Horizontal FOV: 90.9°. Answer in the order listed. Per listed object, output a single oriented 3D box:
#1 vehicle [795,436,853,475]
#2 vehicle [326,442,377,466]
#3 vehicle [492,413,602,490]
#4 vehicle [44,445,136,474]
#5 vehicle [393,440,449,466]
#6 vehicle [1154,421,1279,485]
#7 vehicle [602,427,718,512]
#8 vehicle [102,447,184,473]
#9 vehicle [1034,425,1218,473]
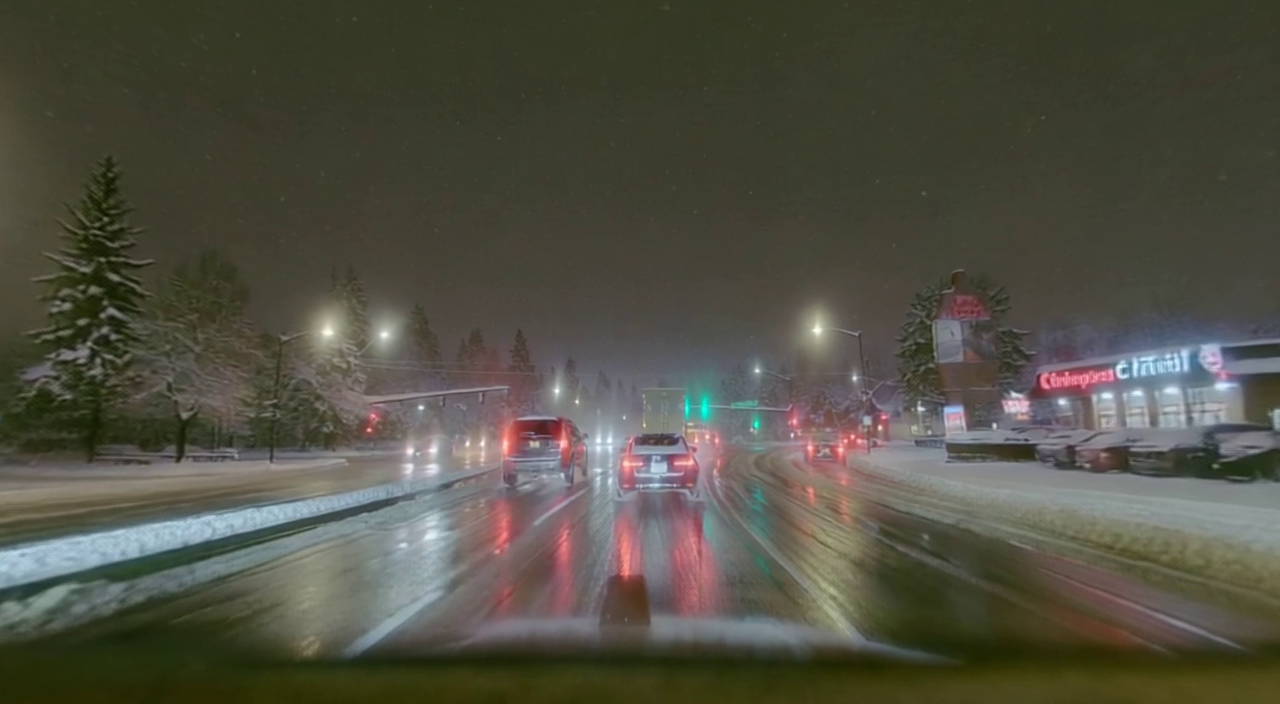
[{"bbox_3d":[7.863,4.440,27.308,1.900,1.507,4.151,-2,-8,10],"label":"vehicle"},{"bbox_3d":[-21.544,7.640,47.302,1.923,1.703,4.520,0,-8,-3],"label":"vehicle"},{"bbox_3d":[-2.538,2.931,18.762,2.289,1.935,5.227,0,-8,2],"label":"vehicle"},{"bbox_3d":[-31.997,6.247,36.801,3.835,1.549,1.755,6,-11,-37],"label":"vehicle"},{"bbox_3d":[-12.800,5.912,37.111,2.011,1.456,4.143,0,-8,-3],"label":"vehicle"},{"bbox_3d":[16.086,2.537,15.993,4.323,1.496,1.937,0,-8,0],"label":"vehicle"},{"bbox_3d":[0.334,2.400,13.319,2.061,1.494,4.079,0,-8,-1],"label":"vehicle"},{"bbox_3d":[-32.009,6.954,40.749,3.937,1.438,1.873,3,-10,-33],"label":"vehicle"},{"bbox_3d":[15.630,3.134,20.440,4.436,1.466,1.875,0,-8,-2],"label":"vehicle"}]
